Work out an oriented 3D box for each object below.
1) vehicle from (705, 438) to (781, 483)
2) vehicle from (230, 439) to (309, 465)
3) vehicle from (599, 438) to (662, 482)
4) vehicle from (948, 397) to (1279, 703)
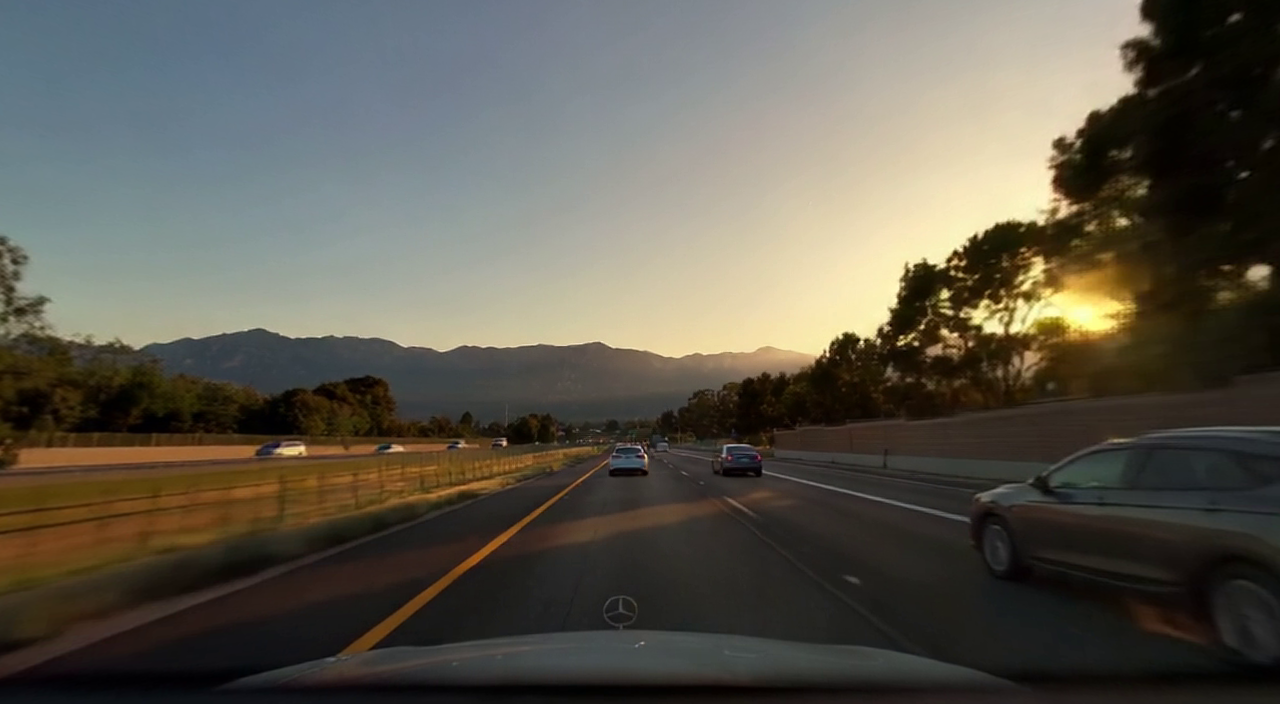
[{"bbox_3d":[3.629,3.909,22.949,1.957,1.447,4.241,0,-8,-2],"label":"vehicle"},{"bbox_3d":[-28.784,7.782,49.209,2.262,1.926,6.285,0,-8,0],"label":"vehicle"},{"bbox_3d":[-0.339,3.872,22.793,2.085,1.449,3.860,0,-8,0],"label":"vehicle"},{"bbox_3d":[3.896,1.080,3.689,1.949,1.493,4.272,0,-8,-1],"label":"vehicle"}]
